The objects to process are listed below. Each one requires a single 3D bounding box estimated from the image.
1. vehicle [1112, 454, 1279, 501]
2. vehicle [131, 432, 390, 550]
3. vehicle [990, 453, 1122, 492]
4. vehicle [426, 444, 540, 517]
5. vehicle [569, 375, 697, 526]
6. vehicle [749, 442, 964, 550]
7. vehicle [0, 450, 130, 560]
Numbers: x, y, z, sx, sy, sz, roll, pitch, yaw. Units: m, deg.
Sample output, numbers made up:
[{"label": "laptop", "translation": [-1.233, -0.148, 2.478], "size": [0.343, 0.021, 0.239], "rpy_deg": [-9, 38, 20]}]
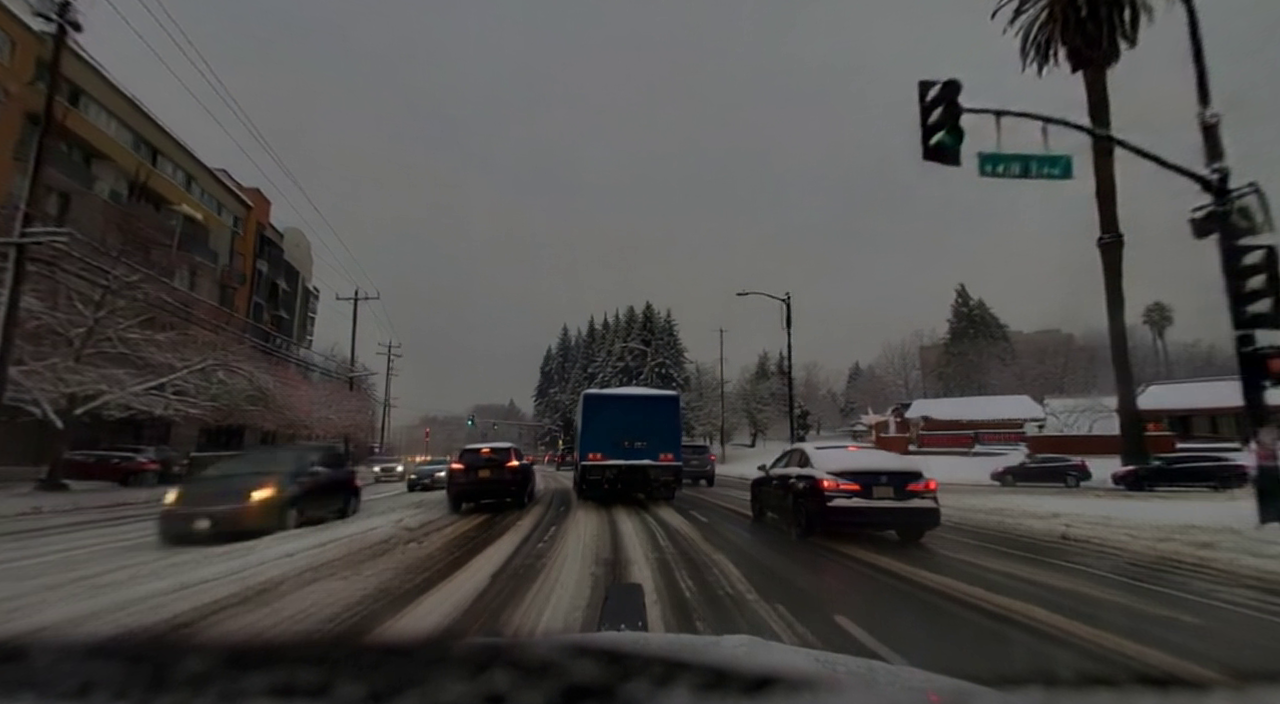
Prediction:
[{"label": "vehicle", "translation": [21.227, 4.711, 24.007], "size": [1.819, 1.498, 4.664], "rpy_deg": [4, -9, -26]}, {"label": "vehicle", "translation": [-6.419, 2.356, 11.408], "size": [2.165, 1.690, 4.322], "rpy_deg": [0, -9, -3]}, {"label": "vehicle", "translation": [18.914, 5.445, 28.805], "size": [1.942, 1.583, 4.579], "rpy_deg": [4, -9, -24]}, {"label": "vehicle", "translation": [-3.797, 3.139, 16.000], "size": [2.033, 1.555, 4.408], "rpy_deg": [0, -9, -4]}, {"label": "vehicle", "translation": [-0.455, 2.373, 15.496], "size": [2.517, 2.926, 6.177], "rpy_deg": [1, -9, -6]}, {"label": "vehicle", "translation": [3.519, 2.411, 11.361], "size": [1.978, 1.507, 4.636], "rpy_deg": [0, -9, -4]}, {"label": "vehicle", "translation": [-9.863, 2.166, 8.869], "size": [1.873, 1.510, 4.151], "rpy_deg": [0, -8, -2]}]
